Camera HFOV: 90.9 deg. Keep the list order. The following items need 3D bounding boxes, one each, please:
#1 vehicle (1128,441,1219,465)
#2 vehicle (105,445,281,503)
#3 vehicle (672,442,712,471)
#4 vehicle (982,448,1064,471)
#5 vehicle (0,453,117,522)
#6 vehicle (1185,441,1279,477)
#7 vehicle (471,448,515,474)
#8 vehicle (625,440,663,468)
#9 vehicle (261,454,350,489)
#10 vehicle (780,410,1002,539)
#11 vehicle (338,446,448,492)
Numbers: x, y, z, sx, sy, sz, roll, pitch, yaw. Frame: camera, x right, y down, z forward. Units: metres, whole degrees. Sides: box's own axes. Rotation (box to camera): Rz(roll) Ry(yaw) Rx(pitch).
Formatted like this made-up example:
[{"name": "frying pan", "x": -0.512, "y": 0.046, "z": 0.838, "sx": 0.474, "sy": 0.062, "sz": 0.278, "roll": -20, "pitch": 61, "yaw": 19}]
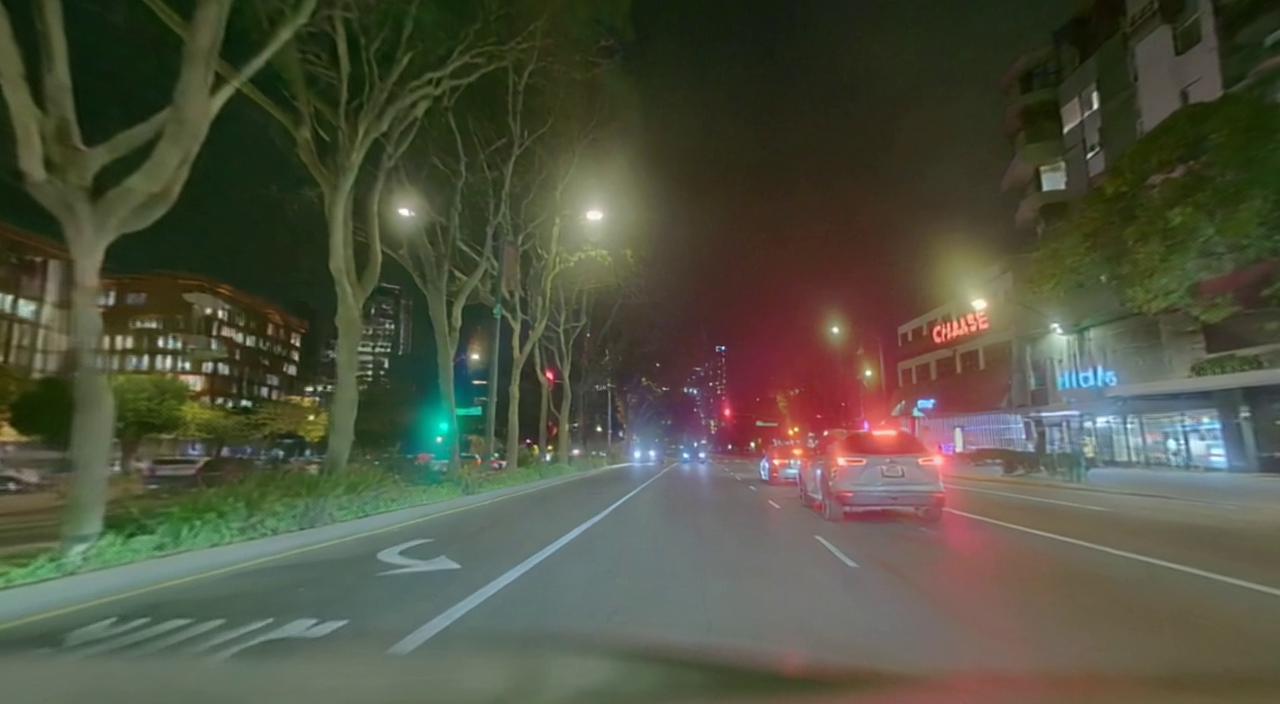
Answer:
[{"name": "vehicle", "x": 39.846, "y": 7.525, "z": 47.151, "sx": 4.775, "sy": 1.529, "sz": 1.992, "roll": -3, "pitch": -8, "yaw": 6}, {"name": "vehicle", "x": -16.281, "y": 4.423, "z": 23.507, "sx": 2.200, "sy": 1.884, "sz": 5.653, "roll": -1, "pitch": -8, "yaw": 3}, {"name": "vehicle", "x": 2.903, "y": 5.741, "z": 34.696, "sx": 2.059, "sy": 1.477, "sz": 3.988, "roll": -1, "pitch": -8, "yaw": 6}, {"name": "vehicle", "x": 26.351, "y": 7.388, "z": 43.470, "sx": 4.361, "sy": 1.429, "sz": 1.843, "roll": 0, "pitch": -9, "yaw": 10}, {"name": "vehicle", "x": -16.260, "y": 3.388, "z": 15.899, "sx": 1.937, "sy": 1.605, "sz": 4.531, "roll": -1, "pitch": -8, "yaw": 5}, {"name": "vehicle", "x": 28.200, "y": 4.780, "z": 28.217, "sx": 2.043, "sy": 1.496, "sz": 5.210, "roll": 3, "pitch": -10, "yaw": -22}, {"name": "vehicle", "x": -8.978, "y": 6.687, "z": 38.860, "sx": 1.884, "sy": 1.456, "sz": 4.356, "roll": 0, "pitch": -8, "yaw": -3}, {"name": "vehicle", "x": 0.319, "y": 6.660, "z": 41.233, "sx": 2.057, "sy": 1.678, "sz": 4.639, "roll": -1, "pitch": -8, "yaw": 6}, {"name": "vehicle", "x": -15.876, "y": 5.654, "z": 30.207, "sx": 1.804, "sy": 1.437, "sz": 4.560, "roll": 0, "pitch": -8, "yaw": -1}, {"name": "vehicle", "x": 4.089, "y": 2.100, "z": 11.449, "sx": 2.282, "sy": 1.797, "sz": 4.924, "roll": -1, "pitch": -8, "yaw": 4}, {"name": "vehicle", "x": -9.257, "y": 4.386, "z": 24.097, "sx": 2.047, "sy": 1.572, "sz": 4.472, "roll": -1, "pitch": -8, "yaw": 6}]
